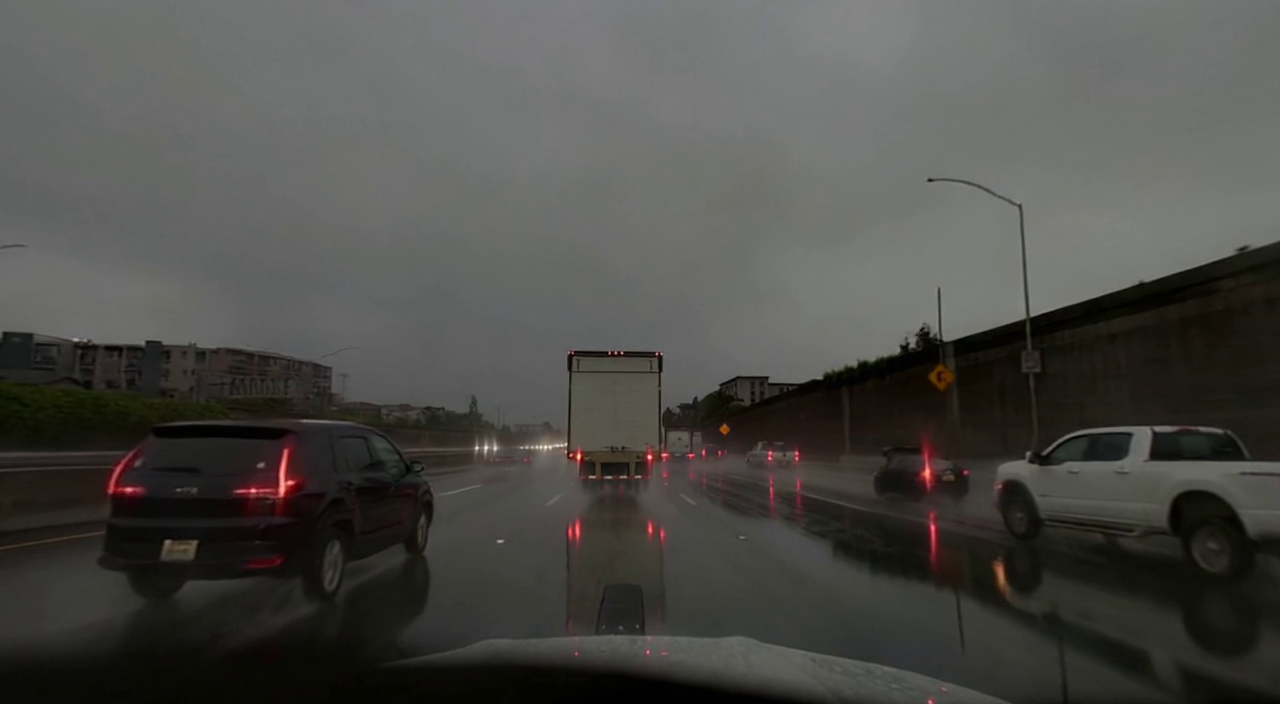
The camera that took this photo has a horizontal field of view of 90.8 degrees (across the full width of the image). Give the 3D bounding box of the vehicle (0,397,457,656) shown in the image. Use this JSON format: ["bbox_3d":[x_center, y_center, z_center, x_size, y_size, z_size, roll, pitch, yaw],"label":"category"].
[{"bbox_3d":[-3.364,1.433,6.198,1.946,1.641,4.105,0,-9,-1],"label":"vehicle"}]

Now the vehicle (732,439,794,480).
[{"bbox_3d":[6.143,5.431,32.207,2.070,1.888,4.546,0,-9,-2],"label":"vehicle"}]

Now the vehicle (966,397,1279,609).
[{"bbox_3d":[6.324,1.578,7.429,2.188,1.731,5.031,0,-9,-1],"label":"vehicle"}]

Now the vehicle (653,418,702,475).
[{"bbox_3d":[2.397,6.529,43.732,2.669,3.491,8.645,0,-9,-1],"label":"vehicle"}]

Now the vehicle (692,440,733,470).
[{"bbox_3d":[5.460,7.814,48.047,2.297,2.116,5.052,0,-9,-2],"label":"vehicle"}]

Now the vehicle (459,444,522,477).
[{"bbox_3d":[-7.303,5.353,31.404,1.973,1.471,4.779,0,-9,0],"label":"vehicle"}]

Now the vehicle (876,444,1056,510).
[{"bbox_3d":[8.470,3.265,17.082,2.002,1.472,4.950,0,-9,-3],"label":"vehicle"}]

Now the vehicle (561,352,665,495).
[{"bbox_3d":[-0.763,2.801,23.297,2.906,4.040,10.743,0,-9,0],"label":"vehicle"}]
